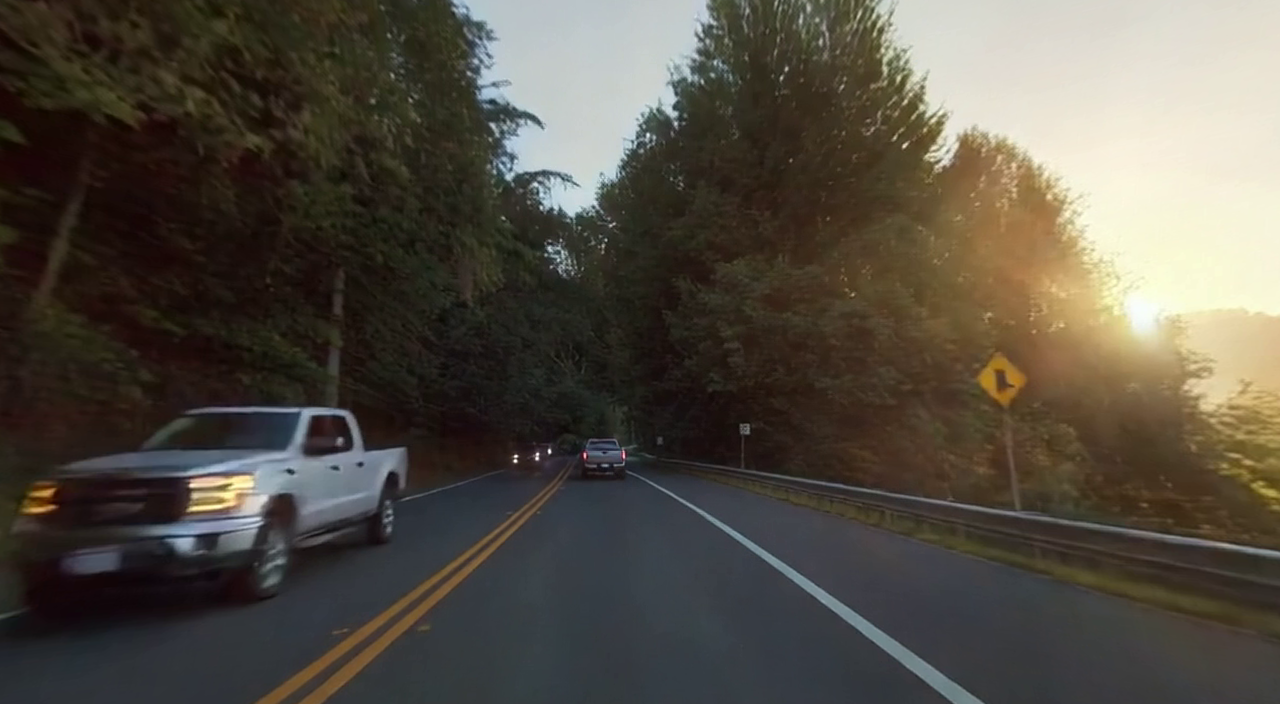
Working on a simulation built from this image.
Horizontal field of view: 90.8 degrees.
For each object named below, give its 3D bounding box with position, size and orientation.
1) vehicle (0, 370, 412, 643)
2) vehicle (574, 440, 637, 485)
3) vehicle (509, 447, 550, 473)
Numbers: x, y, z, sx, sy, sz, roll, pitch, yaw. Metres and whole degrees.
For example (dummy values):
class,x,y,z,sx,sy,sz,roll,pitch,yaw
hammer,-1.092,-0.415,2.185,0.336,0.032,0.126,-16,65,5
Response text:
class,x,y,z,sx,sy,sz,roll,pitch,yaw
vehicle,-4.618,1.495,7.167,2.374,1.989,4.909,0,-8,-2
vehicle,-1.593,4.957,28.819,2.631,1.798,5.331,0,-8,-4
vehicle,-7.058,6.950,40.940,2.166,1.513,4.519,0,-8,-4
